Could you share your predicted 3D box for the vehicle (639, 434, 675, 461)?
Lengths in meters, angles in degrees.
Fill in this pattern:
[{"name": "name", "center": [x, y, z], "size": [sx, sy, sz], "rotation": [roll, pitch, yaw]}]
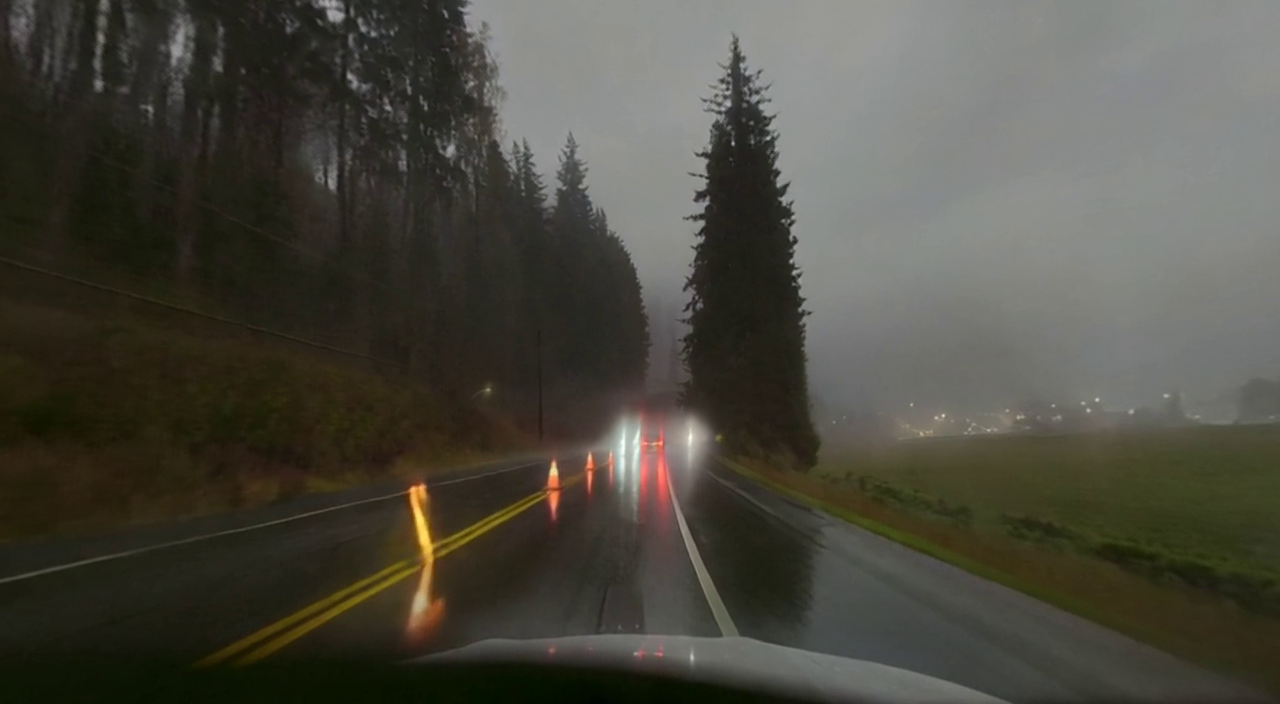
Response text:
[{"name": "vehicle", "center": [1.067, 5.772, 37.976], "size": [2.042, 1.489, 3.963], "rotation": [-1, -9, 3]}]
